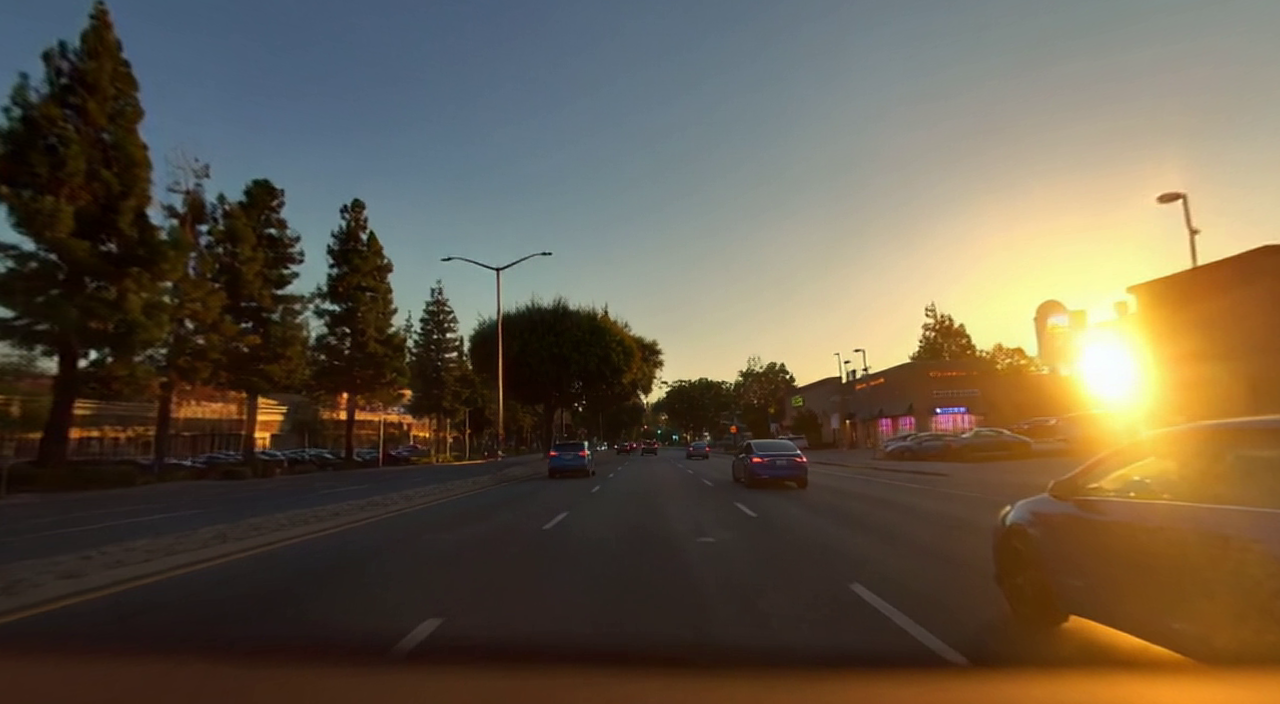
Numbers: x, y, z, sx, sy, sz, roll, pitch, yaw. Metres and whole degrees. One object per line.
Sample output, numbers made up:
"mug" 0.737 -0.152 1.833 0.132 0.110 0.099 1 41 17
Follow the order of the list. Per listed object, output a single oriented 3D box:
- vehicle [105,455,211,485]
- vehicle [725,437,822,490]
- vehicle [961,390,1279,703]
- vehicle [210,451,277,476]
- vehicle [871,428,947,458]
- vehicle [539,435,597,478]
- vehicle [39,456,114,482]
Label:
"vehicle" -29.153 7.090 38.242 1.998 1.623 4.681 -8 -11 41
"vehicle" 4.141 3.539 20.400 2.036 1.480 4.659 0 -8 -1
"vehicle" 3.599 0.931 2.734 1.976 1.491 4.714 0 -8 1
"vehicle" -30.726 8.641 49.001 1.925 1.776 4.722 -1 -8 4
"vehicle" 20.796 7.079 49.215 2.705 2.011 7.332 -3 -8 1
"vehicle" -3.096 4.610 27.995 1.981 1.731 4.360 0 -8 1
"vehicle" -43.765 9.067 49.120 1.895 1.764 4.510 0 -8 -5
